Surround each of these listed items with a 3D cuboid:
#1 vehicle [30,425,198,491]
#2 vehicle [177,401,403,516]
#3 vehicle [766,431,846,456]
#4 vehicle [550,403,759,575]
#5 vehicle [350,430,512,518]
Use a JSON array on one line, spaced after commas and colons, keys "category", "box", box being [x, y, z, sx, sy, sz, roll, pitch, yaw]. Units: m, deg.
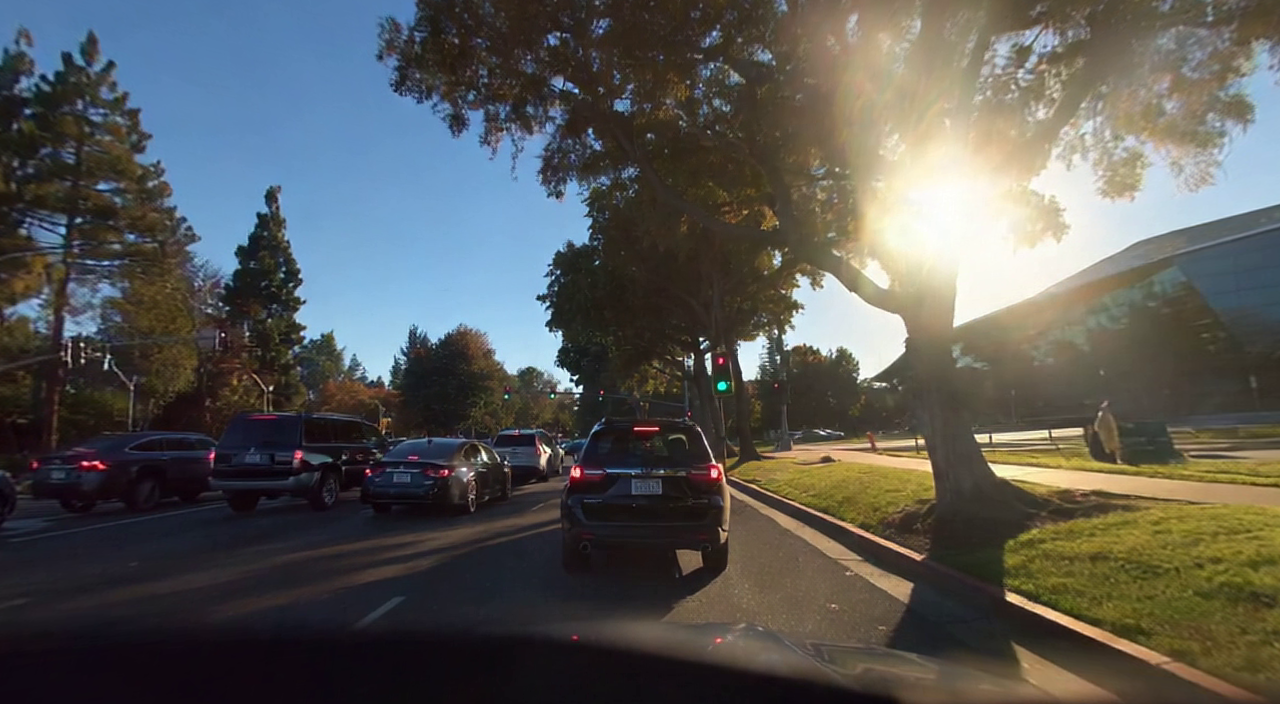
[{"category": "vehicle", "box": [-17.676, 3.576, 21.601, 2.136, 1.976, 4.342, 0, -9, -4]}, {"category": "vehicle", "box": [-7.405, 2.343, 14.254, 2.195, 2.093, 5.185, 0, -9, -2]}, {"category": "vehicle", "box": [10.081, 5.609, 38.655, 4.450, 1.439, 1.796, -1, -9, 3]}, {"category": "vehicle", "box": [0.105, 1.675, 8.462, 2.055, 1.681, 4.270, 0, -9, -1]}, {"category": "vehicle", "box": [-4.090, 2.451, 13.220, 1.942, 1.523, 4.212, 0, -9, 0]}]
